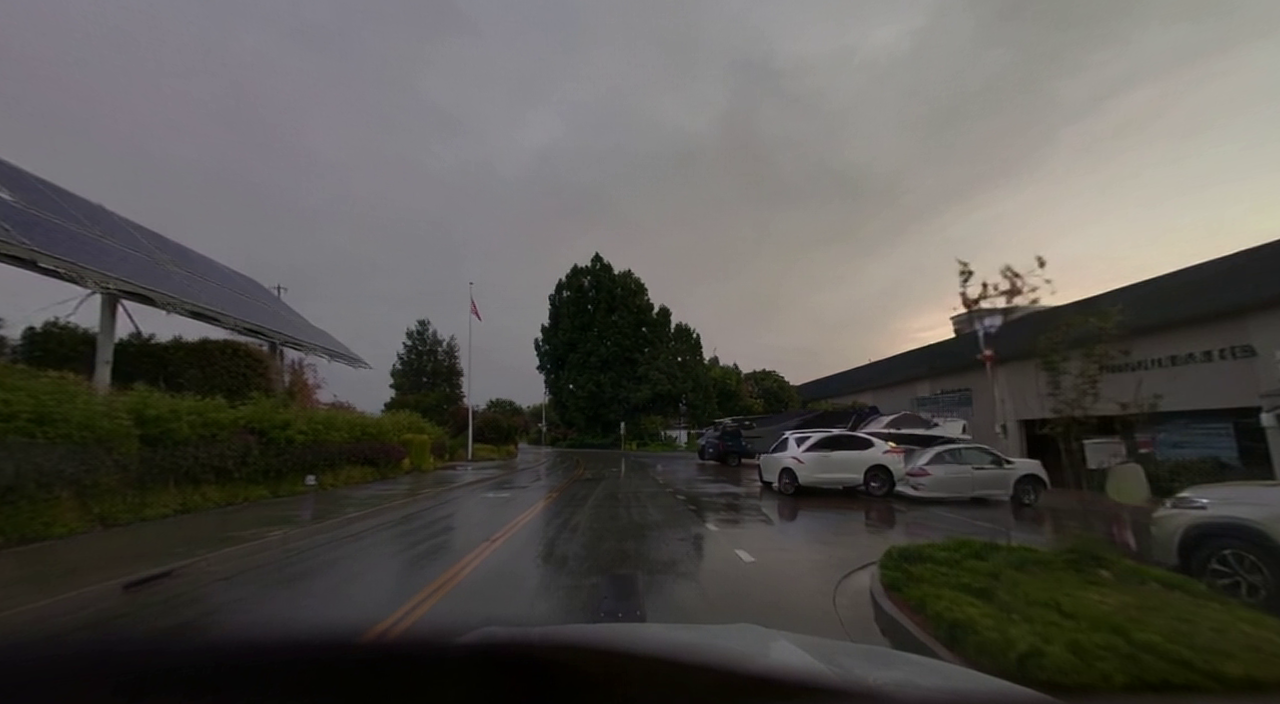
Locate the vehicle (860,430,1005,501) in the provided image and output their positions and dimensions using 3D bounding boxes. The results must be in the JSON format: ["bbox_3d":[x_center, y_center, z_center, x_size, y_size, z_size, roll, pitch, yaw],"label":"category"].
[{"bbox_3d":[8.029,3.161,17.846,1.924,1.713,4.627,-1,-9,1],"label":"vehicle"}]

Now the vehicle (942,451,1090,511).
[{"bbox_3d":[10.541,3.601,18.014,1.819,1.494,3.834,0,-9,0],"label":"vehicle"}]

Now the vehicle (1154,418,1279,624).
[{"bbox_3d":[7.555,1.470,5.170,2.113,1.945,4.546,3,-9,-19],"label":"vehicle"}]

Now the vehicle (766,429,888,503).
[{"bbox_3d":[5.235,3.243,18.303,1.977,1.860,4.237,0,-9,-4],"label":"vehicle"}]
